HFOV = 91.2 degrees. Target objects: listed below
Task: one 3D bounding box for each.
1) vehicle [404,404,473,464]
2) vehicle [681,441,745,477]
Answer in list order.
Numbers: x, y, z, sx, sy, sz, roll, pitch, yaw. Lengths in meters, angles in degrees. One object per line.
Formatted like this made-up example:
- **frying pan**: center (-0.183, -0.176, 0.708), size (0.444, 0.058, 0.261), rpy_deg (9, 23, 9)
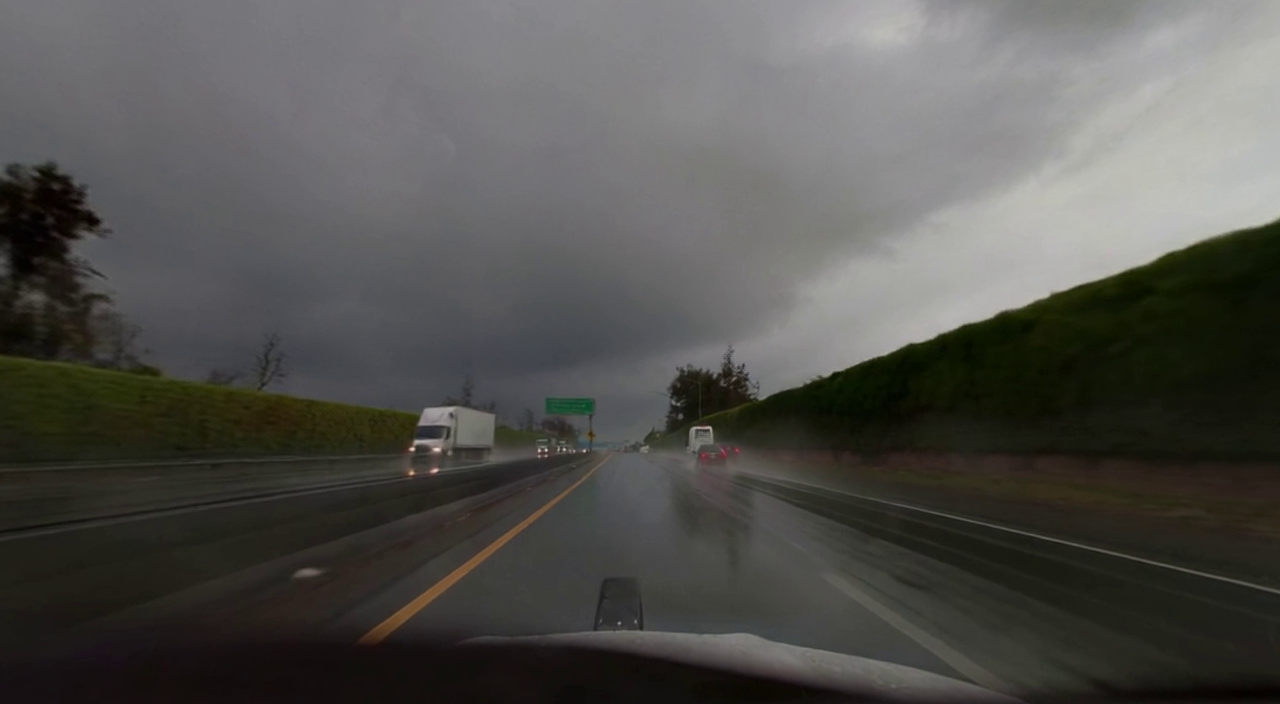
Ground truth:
- **vehicle**: center (-14.241, 5.909, 44.821), size (2.974, 3.986, 5.874), rpy_deg (0, -8, -1)
- **vehicle**: center (3.291, 4.939, 29.117), size (2.244, 1.498, 4.338), rpy_deg (0, -9, -3)
